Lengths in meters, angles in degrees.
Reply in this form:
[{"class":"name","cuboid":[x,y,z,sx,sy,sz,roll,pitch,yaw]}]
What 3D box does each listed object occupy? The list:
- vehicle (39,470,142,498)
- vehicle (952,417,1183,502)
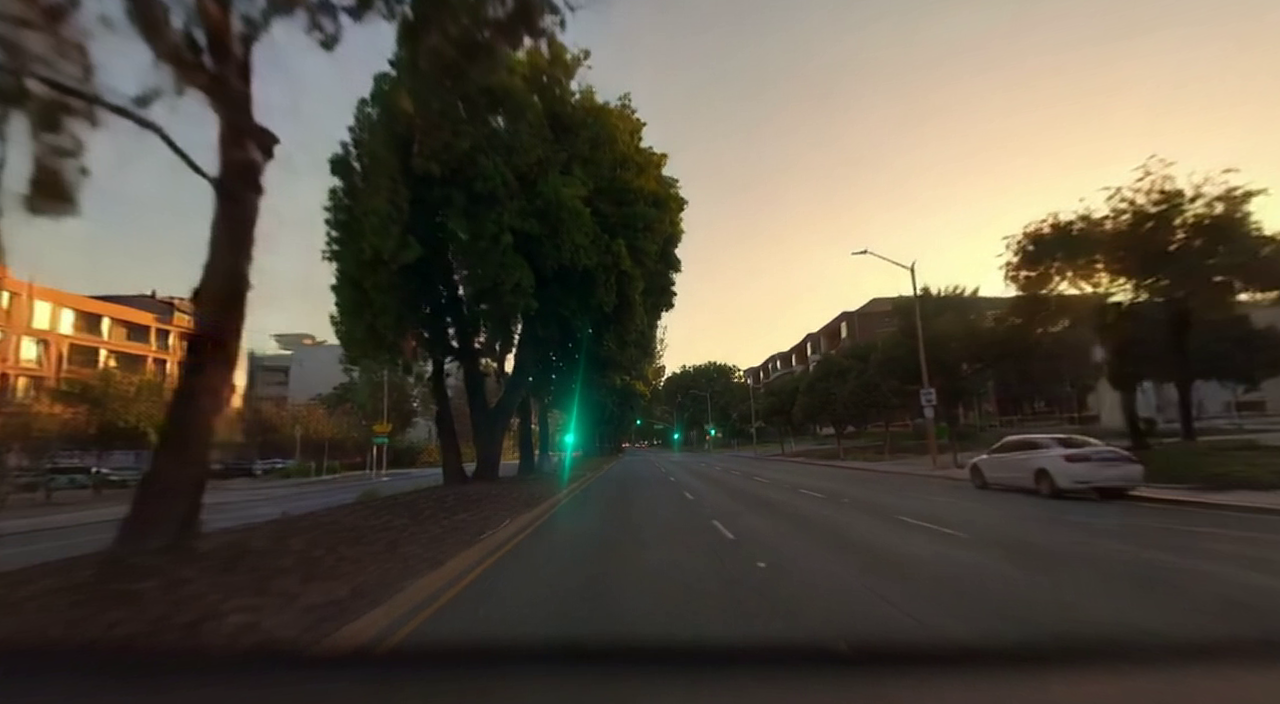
[{"class":"vehicle","cuboid":[-30.674,7.373,35.384,3.930,1.431,1.645,2,-9,-12]},{"class":"vehicle","cuboid":[10.016,2.579,15.469,2.051,1.726,4.898,0,-9,-3]}]
